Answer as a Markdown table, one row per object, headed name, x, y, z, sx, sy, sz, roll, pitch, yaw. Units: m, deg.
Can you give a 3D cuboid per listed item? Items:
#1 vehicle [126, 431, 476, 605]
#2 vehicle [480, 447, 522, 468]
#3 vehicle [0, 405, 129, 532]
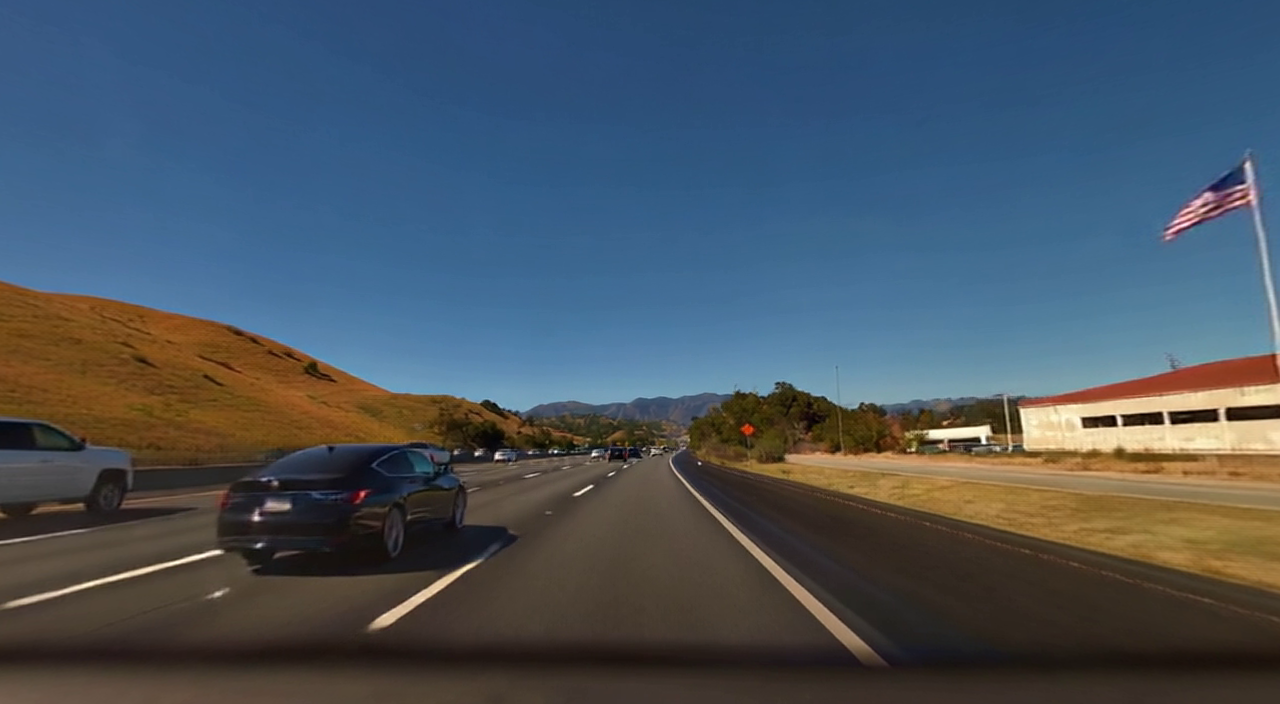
| name | x | y | z | sx | sy | sz | roll | pitch | yaw |
| --- | --- | --- | --- | --- | --- | --- | --- | --- | --- |
| vehicle | -3.509 | 1.760 | 7.641 | 1.896 | 1.491 | 4.146 | 0 | -8 | 0 |
| vehicle | -10.230 | 7.799 | 46.834 | 1.927 | 1.454 | 4.395 | -1 | -8 | 3 |
| vehicle | -11.137 | 1.769 | 9.446 | 2.284 | 1.966 | 5.406 | -1 | -8 | 2 |
